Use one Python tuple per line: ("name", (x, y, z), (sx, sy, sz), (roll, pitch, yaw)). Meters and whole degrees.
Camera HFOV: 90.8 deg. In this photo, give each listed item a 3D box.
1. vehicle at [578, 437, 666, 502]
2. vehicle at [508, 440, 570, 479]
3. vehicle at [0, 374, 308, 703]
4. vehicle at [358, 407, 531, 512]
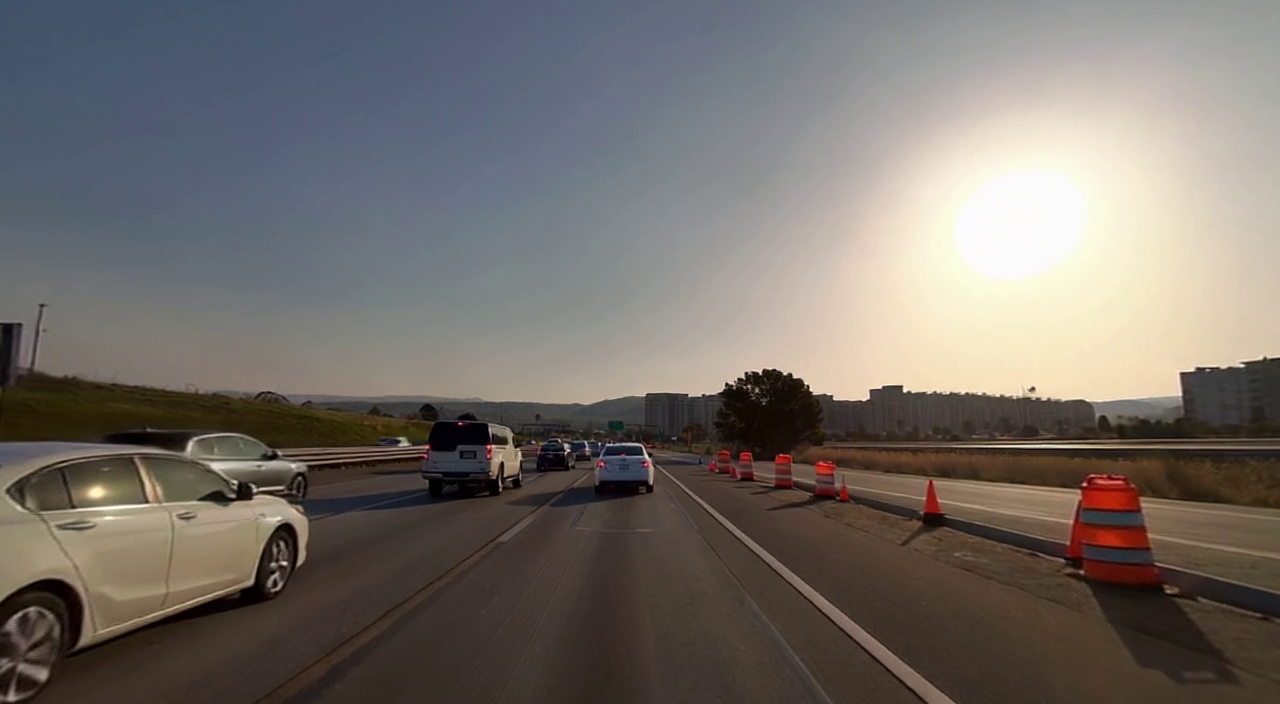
("vehicle", (-0.469, 3.059, 16.854), (2.069, 1.484, 3.918), (0, -9, -1))
("vehicle", (-4.023, 4.361, 25.892), (1.824, 1.459, 4.007), (0, -9, 1))
("vehicle", (-3.940, 0.966, 3.240), (2.041, 1.604, 4.384), (0, -9, 1))
("vehicle", (-4.284, 2.509, 15.174), (2.324, 2.012, 5.740), (0, -9, 0))
